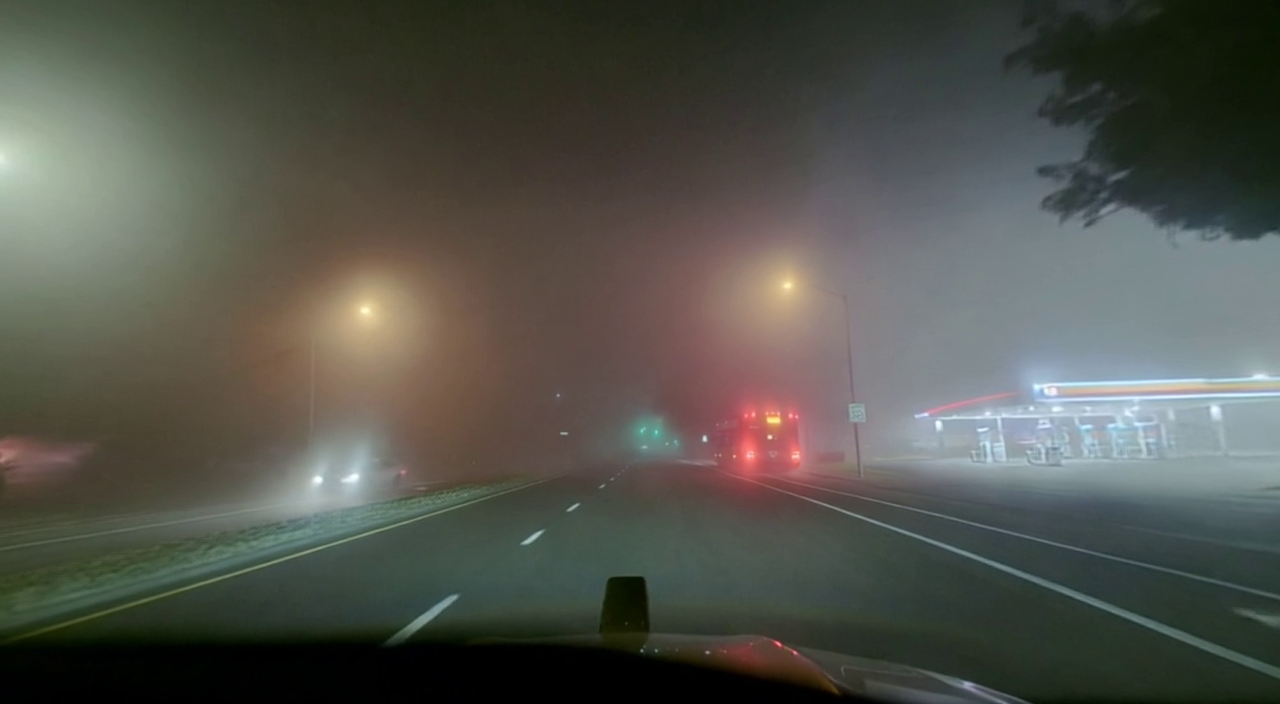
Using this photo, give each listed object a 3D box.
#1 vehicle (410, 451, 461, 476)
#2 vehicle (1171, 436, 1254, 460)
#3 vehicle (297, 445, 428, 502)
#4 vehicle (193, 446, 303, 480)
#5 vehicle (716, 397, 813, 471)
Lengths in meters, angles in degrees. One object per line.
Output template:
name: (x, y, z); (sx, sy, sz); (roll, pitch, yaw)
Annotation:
vehicle: (-13.222, 7.218, 41.097); (1.779, 1.476, 4.260); (0, -8, 2)
vehicle: (44.623, 7.462, 49.351); (1.948, 1.776, 5.438); (-1, -8, 8)
vehicle: (-8.127, 3.571, 18.988); (1.900, 1.481, 4.317); (0, -8, 1)
vehicle: (-24.370, 6.869, 39.446); (2.284, 1.855, 5.392); (-4, -9, 25)
vehicle: (8.635, 6.112, 46.352); (4.582, 4.678, 12.589); (0, -8, 0)
